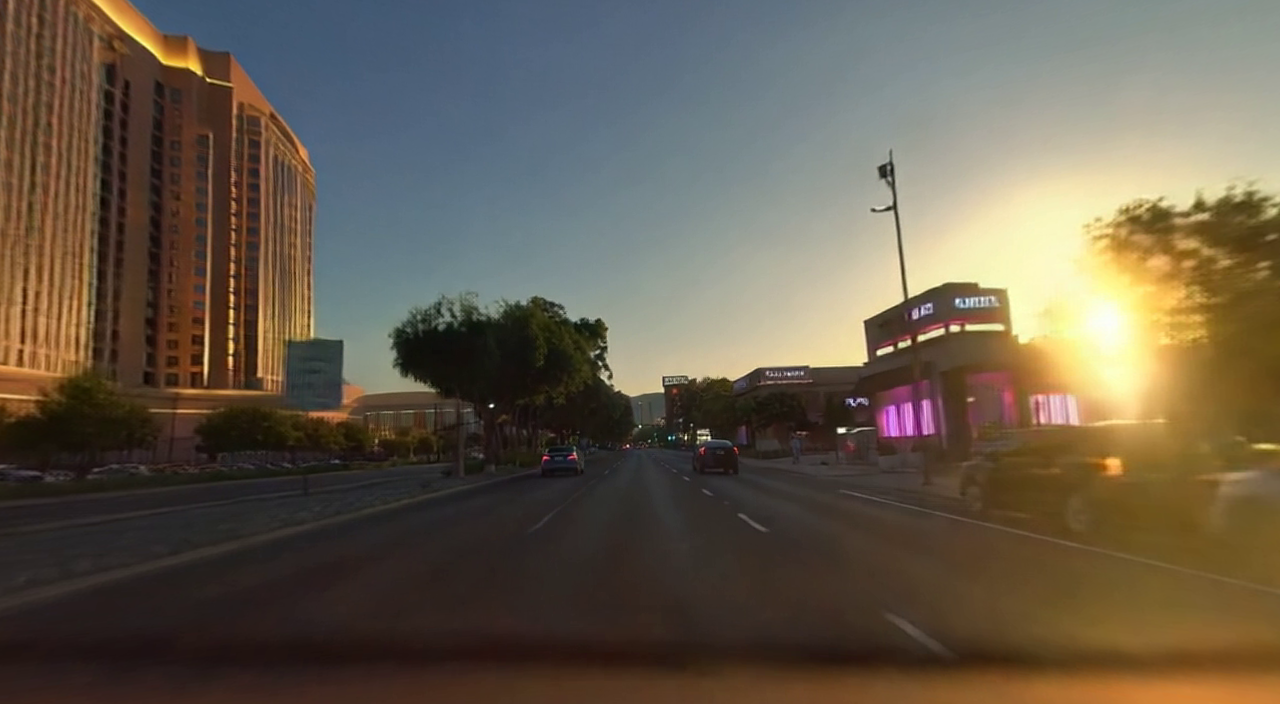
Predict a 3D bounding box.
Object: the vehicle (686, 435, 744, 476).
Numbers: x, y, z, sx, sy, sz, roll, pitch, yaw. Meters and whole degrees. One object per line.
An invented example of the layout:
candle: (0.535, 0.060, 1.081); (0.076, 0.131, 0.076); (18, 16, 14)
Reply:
vehicle: (3.410, 4.807, 29.407); (2.083, 1.743, 4.354); (0, -8, -1)

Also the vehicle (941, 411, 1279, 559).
vehicle: (6.868, 1.885, 9.727); (1.950, 1.678, 4.985); (0, -8, 0)

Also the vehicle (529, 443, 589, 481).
vehicle: (-3.360, 4.655, 26.870); (2.005, 1.477, 4.169); (0, -8, 0)
